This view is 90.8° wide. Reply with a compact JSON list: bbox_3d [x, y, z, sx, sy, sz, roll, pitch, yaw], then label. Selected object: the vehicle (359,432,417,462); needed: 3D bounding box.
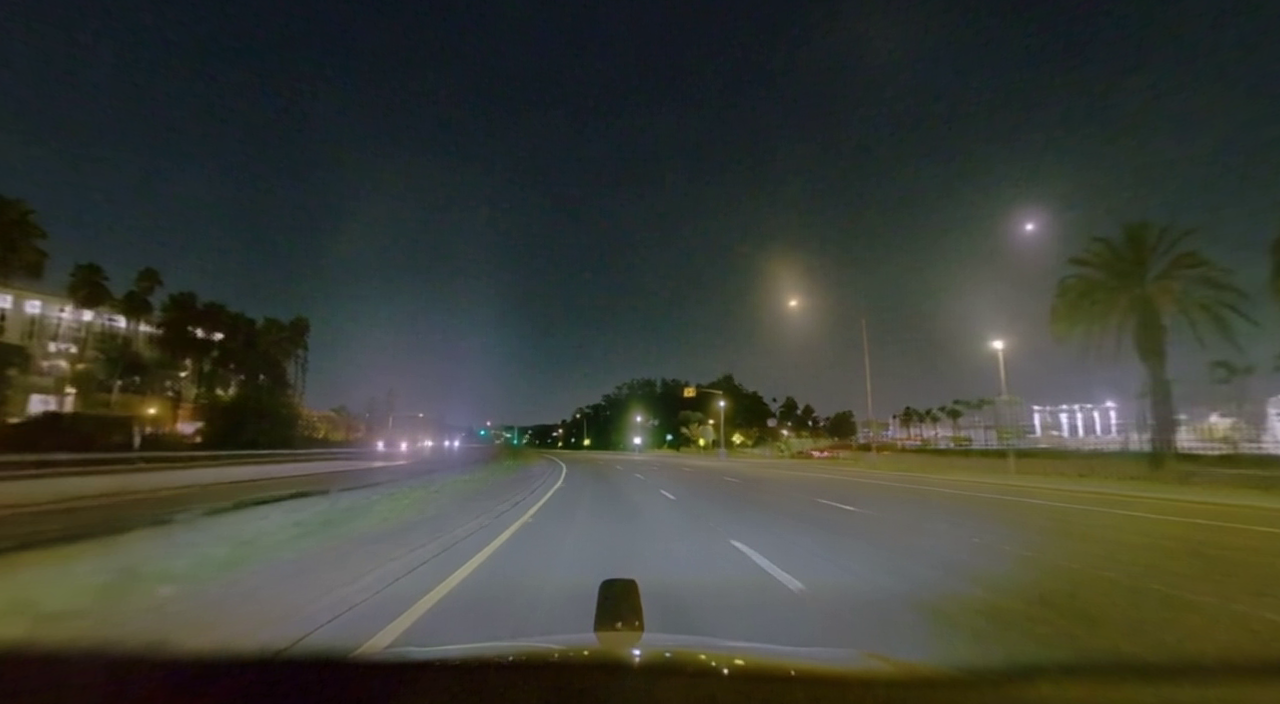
[{"bbox_3d":[-14.951,5.679,37.748,1.961,1.664,4.422,1,-9,-6],"label":"vehicle"}]
